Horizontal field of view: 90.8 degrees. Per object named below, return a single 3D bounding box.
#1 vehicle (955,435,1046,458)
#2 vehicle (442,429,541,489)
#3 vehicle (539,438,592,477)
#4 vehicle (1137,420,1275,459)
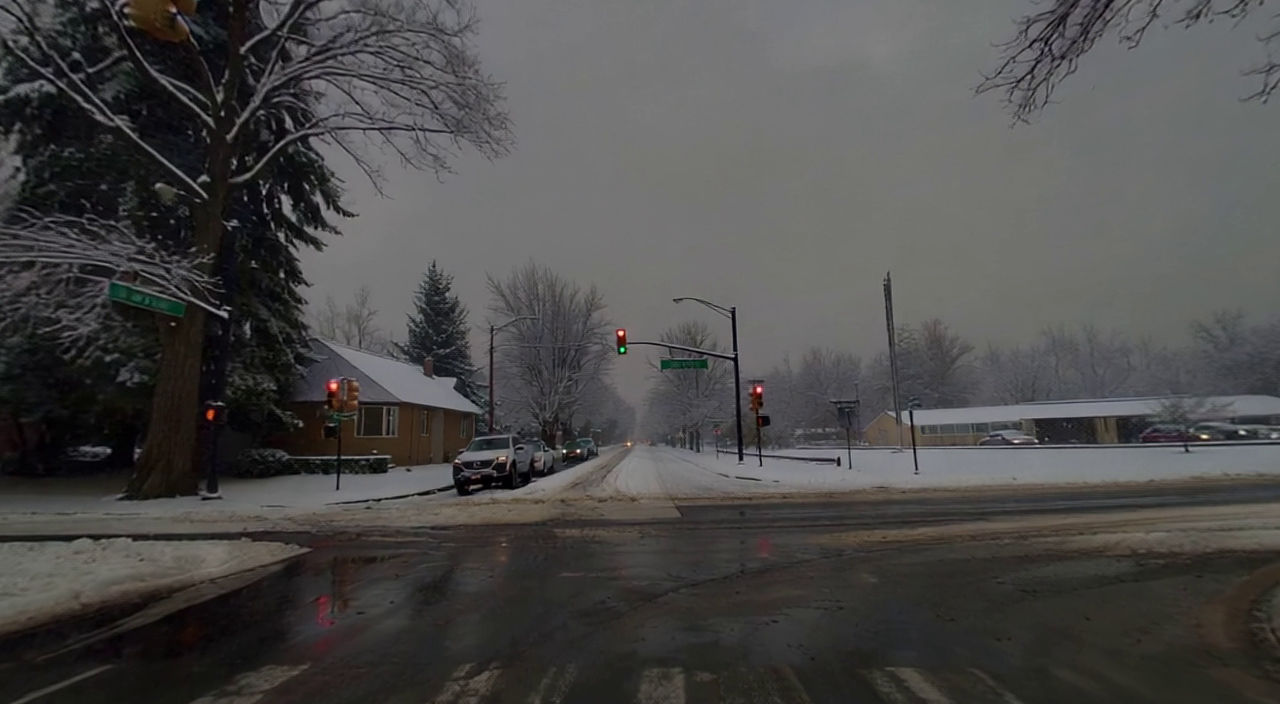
[{"bbox_3d":[24.986,6.550,43.850,5.172,1.515,1.851,0,-9,-2],"label":"vehicle"},{"bbox_3d":[-6.519,4.829,28.951,2.896,2.339,7.322,0,-9,-1],"label":"vehicle"},{"bbox_3d":[-3.666,5.282,31.916,2.120,1.783,4.788,0,-9,0],"label":"vehicle"},{"bbox_3d":[33.255,5.164,37.261,5.969,2.149,2.331,0,-9,-3],"label":"vehicle"}]
